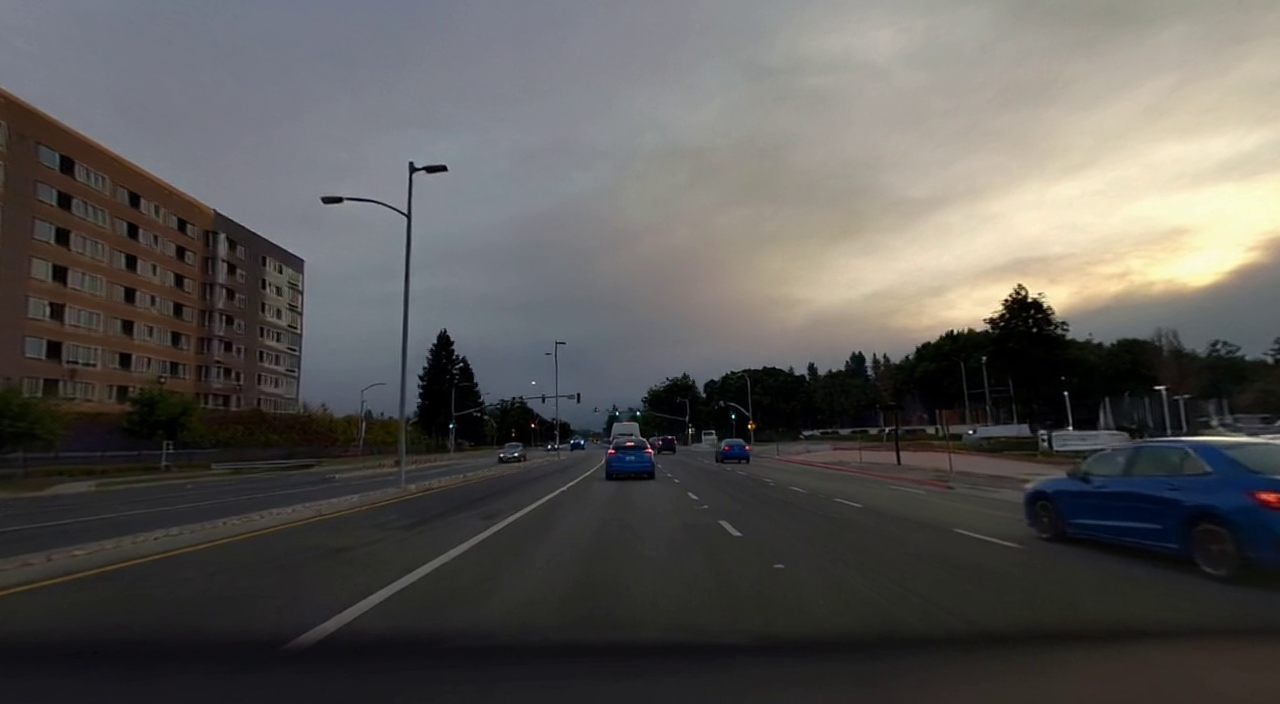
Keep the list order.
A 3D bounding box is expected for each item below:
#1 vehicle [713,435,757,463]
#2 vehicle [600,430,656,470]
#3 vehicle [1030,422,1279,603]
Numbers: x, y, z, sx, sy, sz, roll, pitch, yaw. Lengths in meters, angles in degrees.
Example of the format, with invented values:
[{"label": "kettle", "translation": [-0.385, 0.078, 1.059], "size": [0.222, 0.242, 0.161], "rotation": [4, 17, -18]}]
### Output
[{"label": "vehicle", "translation": [6.508, 6.737, 43.629], "size": [2.136, 1.799, 4.796], "rotation": [1, -9, -2]}, {"label": "vehicle", "translation": [-0.571, 5.158, 33.161], "size": [2.682, 1.908, 5.706], "rotation": [0, -9, 0]}, {"label": "vehicle", "translation": [6.297, 1.511, 6.383], "size": [1.997, 1.480, 4.100], "rotation": [0, -9, -1]}]
